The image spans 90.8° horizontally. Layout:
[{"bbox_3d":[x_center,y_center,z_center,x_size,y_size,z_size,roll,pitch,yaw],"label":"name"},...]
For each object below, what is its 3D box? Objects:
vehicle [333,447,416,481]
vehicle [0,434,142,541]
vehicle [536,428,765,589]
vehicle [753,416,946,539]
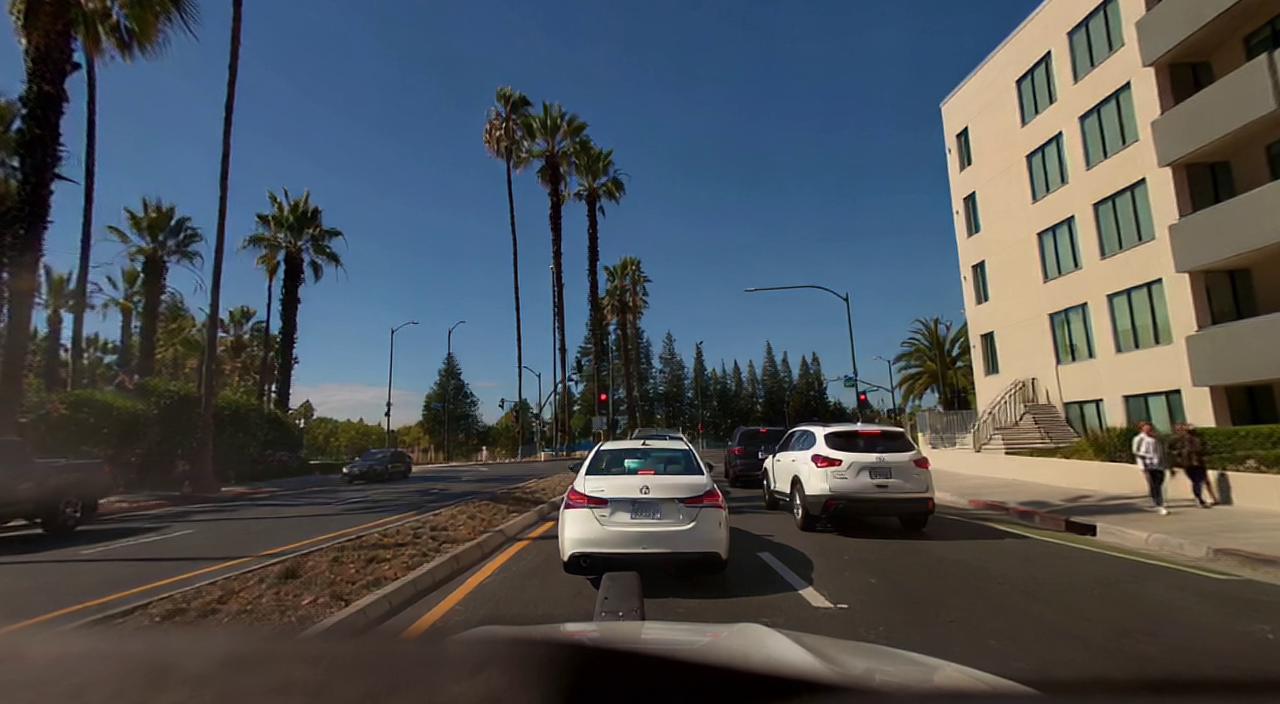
[{"bbox_3d":[-13.186,5.563,31.722,1.965,1.507,4.725,-1,-8,2],"label":"vehicle"},{"bbox_3d":[-13.057,2.719,12.288,2.240,1.964,5.707,-6,-8,0],"label":"vehicle"},{"bbox_3d":[0.140,1.729,7.823,2.088,1.452,3.993,0,-8,1],"label":"vehicle"},{"bbox_3d":[3.395,2.124,11.290,2.003,1.733,4.319,0,-8,1],"label":"vehicle"}]
